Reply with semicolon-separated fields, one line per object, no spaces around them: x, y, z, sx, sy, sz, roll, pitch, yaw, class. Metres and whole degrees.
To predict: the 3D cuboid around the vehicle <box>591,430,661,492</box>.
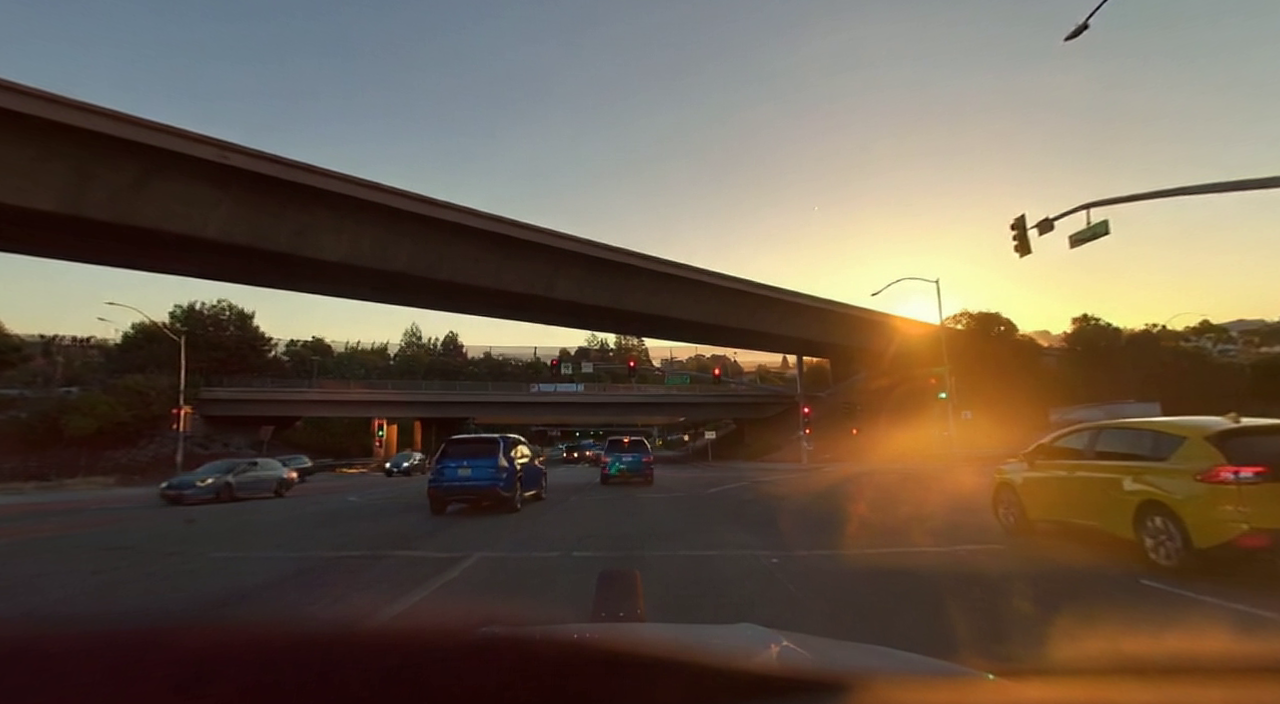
-0.506;4.004;23.577;2.342;2.026;4.642;0;-8;-1;vehicle

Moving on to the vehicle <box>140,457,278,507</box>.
-15.620;4.691;23.280;1.859;1.542;4.657;0;-8;-1;vehicle

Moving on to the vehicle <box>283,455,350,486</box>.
-23.441;8.562;46.031;2.039;1.965;5.291;0;-8;0;vehicle

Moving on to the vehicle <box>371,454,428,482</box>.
-16.297;7.864;43.045;2.007;1.730;4.774;0;-8;0;vehicle

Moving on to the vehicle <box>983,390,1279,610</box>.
6.239;1.507;7.287;2.074;1.785;4.320;0;-8;0;vehicle

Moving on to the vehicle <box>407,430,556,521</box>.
-3.434;2.782;14.811;2.060;1.768;4.681;-1;-8;3;vehicle
